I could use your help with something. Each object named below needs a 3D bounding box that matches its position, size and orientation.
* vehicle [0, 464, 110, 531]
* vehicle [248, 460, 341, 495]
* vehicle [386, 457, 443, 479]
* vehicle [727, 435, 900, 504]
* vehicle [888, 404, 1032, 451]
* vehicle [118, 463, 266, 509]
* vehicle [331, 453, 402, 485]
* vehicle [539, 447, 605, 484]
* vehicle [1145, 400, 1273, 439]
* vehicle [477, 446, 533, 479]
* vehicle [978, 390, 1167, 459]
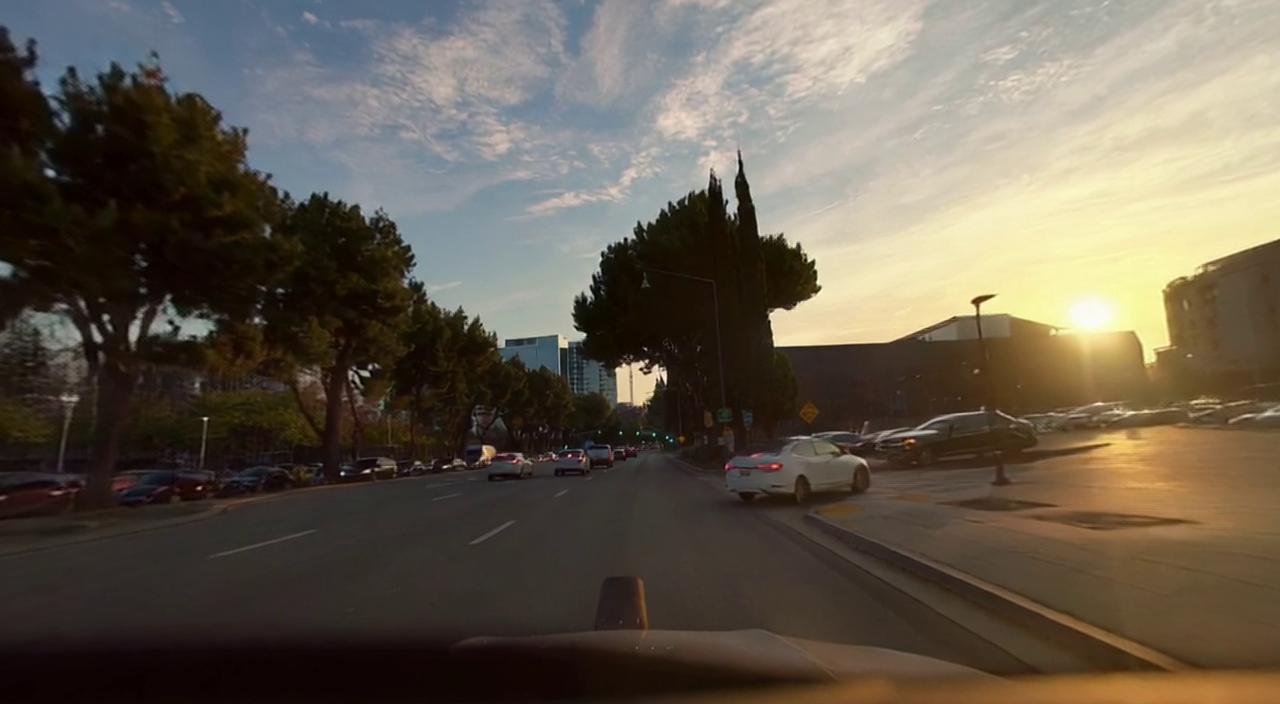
[{"bbox_3d":[-17.228,3.869,16.940,2.084,1.624,4.486,0,-9,1],"label":"vehicle"},{"bbox_3d":[-16.405,5.953,30.266,1.849,1.472,4.441,0,-9,1],"label":"vehicle"},{"bbox_3d":[-16.289,8.383,45.952,2.162,1.480,5.017,0,-9,1],"label":"vehicle"},{"bbox_3d":[4.565,2.959,16.323,4.504,1.513,2.208,8,-12,-42],"label":"vehicle"},{"bbox_3d":[14.233,3.421,28.388,5.161,1.993,2.293,0,-9,2],"label":"vehicle"},{"bbox_3d":[-16.659,4.989,23.879,1.981,1.431,4.862,0,-9,1],"label":"vehicle"},{"bbox_3d":[-16.374,6.981,38.082,2.073,1.749,4.770,0,-9,1],"label":"vehicle"},{"bbox_3d":[-2.950,5.027,28.379,2.235,1.500,4.420,0,-9,3],"label":"vehicle"},{"bbox_3d":[27.425,3.336,30.703,1.992,1.498,4.667,-5,-9,4],"label":"vehicle"},{"bbox_3d":[-7.544,6.212,35.747,2.054,1.744,4.422,0,-9,1],"label":"vehicle"},{"bbox_3d":[14.868,2.593,21.696,6.193,2.081,2.569,4,-10,-27],"label":"vehicle"}]
